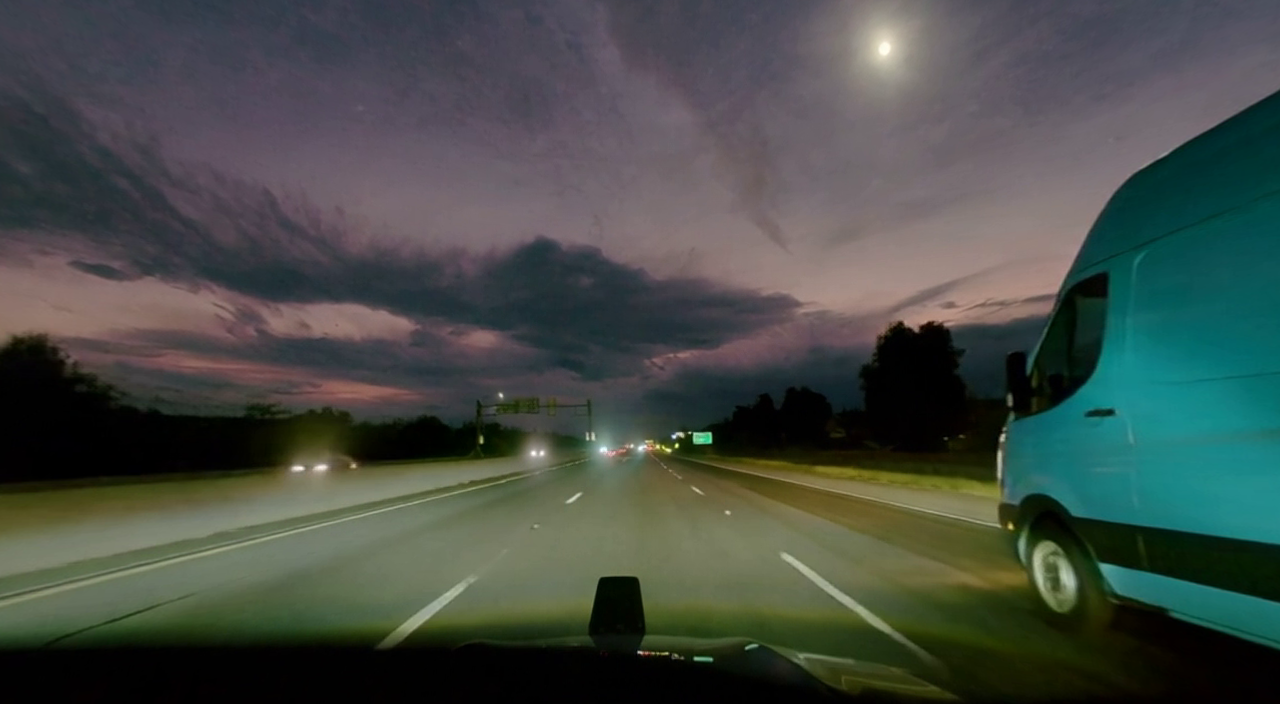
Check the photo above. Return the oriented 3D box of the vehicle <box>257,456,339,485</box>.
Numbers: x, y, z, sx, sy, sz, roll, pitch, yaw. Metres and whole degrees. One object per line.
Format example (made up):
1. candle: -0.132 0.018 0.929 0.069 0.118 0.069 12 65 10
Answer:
1. vehicle: -19.348 6.691 35.902 2.011 1.496 4.719 0 -9 0

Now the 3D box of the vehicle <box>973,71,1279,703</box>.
1. vehicle: 3.939 0.056 1.449 2.527 2.809 6.831 0 -9 0
